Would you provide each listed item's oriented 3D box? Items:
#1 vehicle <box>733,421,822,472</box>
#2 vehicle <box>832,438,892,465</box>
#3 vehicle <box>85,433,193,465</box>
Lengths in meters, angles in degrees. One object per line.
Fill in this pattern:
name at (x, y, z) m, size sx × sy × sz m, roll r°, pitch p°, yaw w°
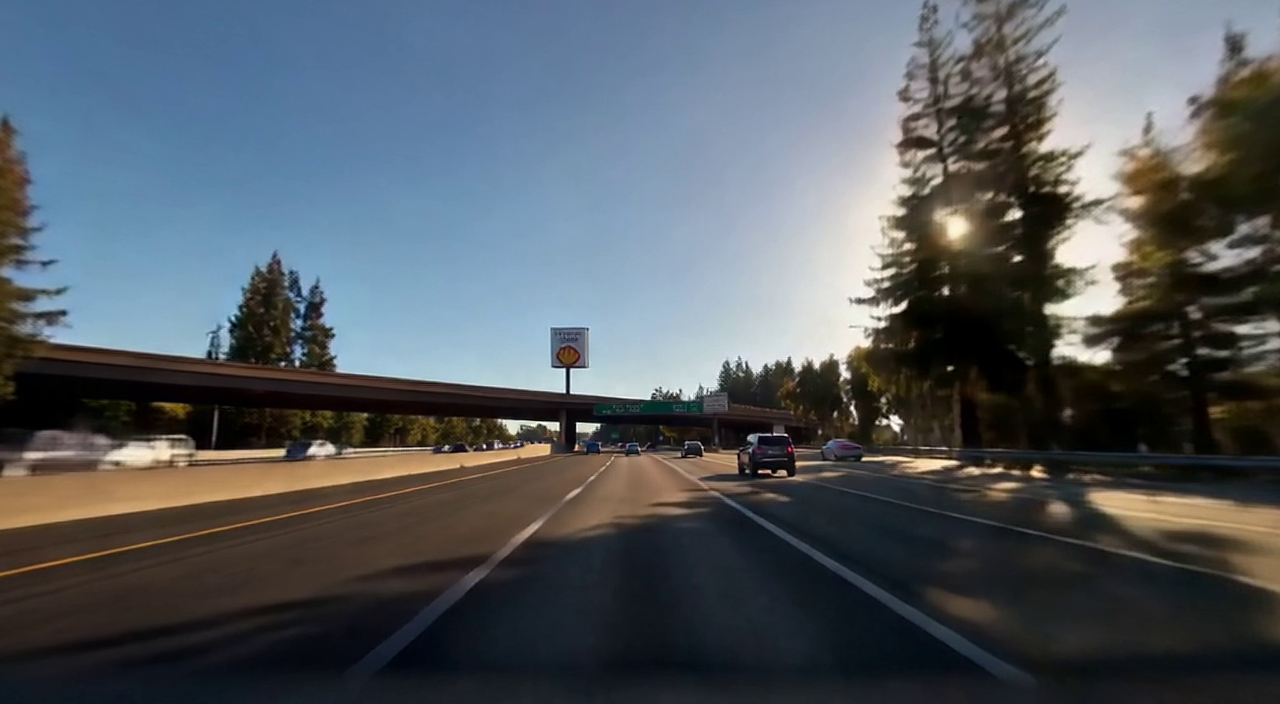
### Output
vehicle at (6.975, 4.988, 33.292) m, size 2.779 × 2.339 × 8.073 m, roll 0°, pitch -8°, yaw -1°
vehicle at (13.946, 6.275, 39.876) m, size 2.072 × 1.611 × 4.387 m, roll 0°, pitch -8°, yaw -2°
vehicle at (-32.577, 6.345, 41.243) m, size 2.255 × 1.931 × 5.864 m, roll 0°, pitch -8°, yaw -1°
